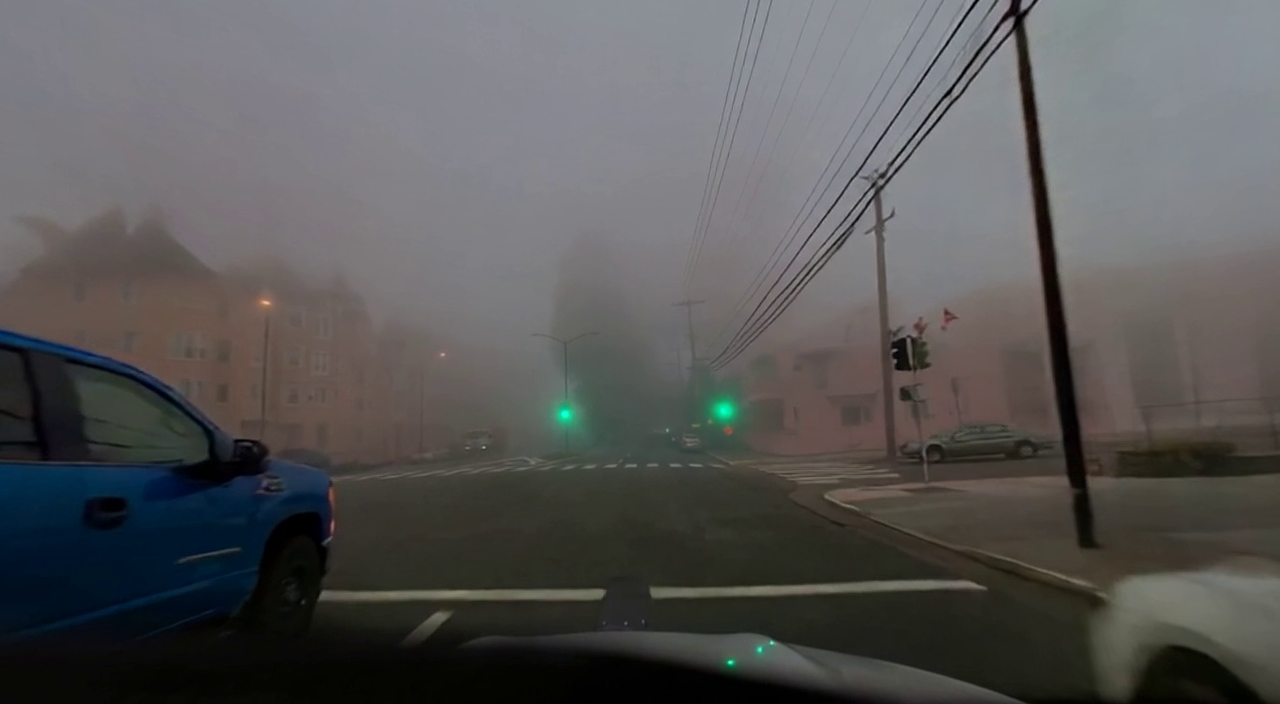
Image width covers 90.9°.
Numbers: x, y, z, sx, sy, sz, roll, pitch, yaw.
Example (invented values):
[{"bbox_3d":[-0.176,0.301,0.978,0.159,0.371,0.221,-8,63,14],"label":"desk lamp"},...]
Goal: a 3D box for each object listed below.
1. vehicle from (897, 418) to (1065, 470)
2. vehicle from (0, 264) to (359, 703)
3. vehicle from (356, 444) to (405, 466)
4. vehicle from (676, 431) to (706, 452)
[{"bbox_3d":[12.250,3.309,22.926,4.816,1.501,2.296,-2,-1,2],"label":"vehicle"},{"bbox_3d":[-3.028,0.631,1.439,2.242,1.890,5.306,0,-9,1],"label":"vehicle"},{"bbox_3d":[-18.466,7.330,44.971,1.672,1.428,4.062,-1,-9,1],"label":"vehicle"},{"bbox_3d":[3.843,6.810,47.832,1.986,1.491,4.500,0,-9,1],"label":"vehicle"}]
